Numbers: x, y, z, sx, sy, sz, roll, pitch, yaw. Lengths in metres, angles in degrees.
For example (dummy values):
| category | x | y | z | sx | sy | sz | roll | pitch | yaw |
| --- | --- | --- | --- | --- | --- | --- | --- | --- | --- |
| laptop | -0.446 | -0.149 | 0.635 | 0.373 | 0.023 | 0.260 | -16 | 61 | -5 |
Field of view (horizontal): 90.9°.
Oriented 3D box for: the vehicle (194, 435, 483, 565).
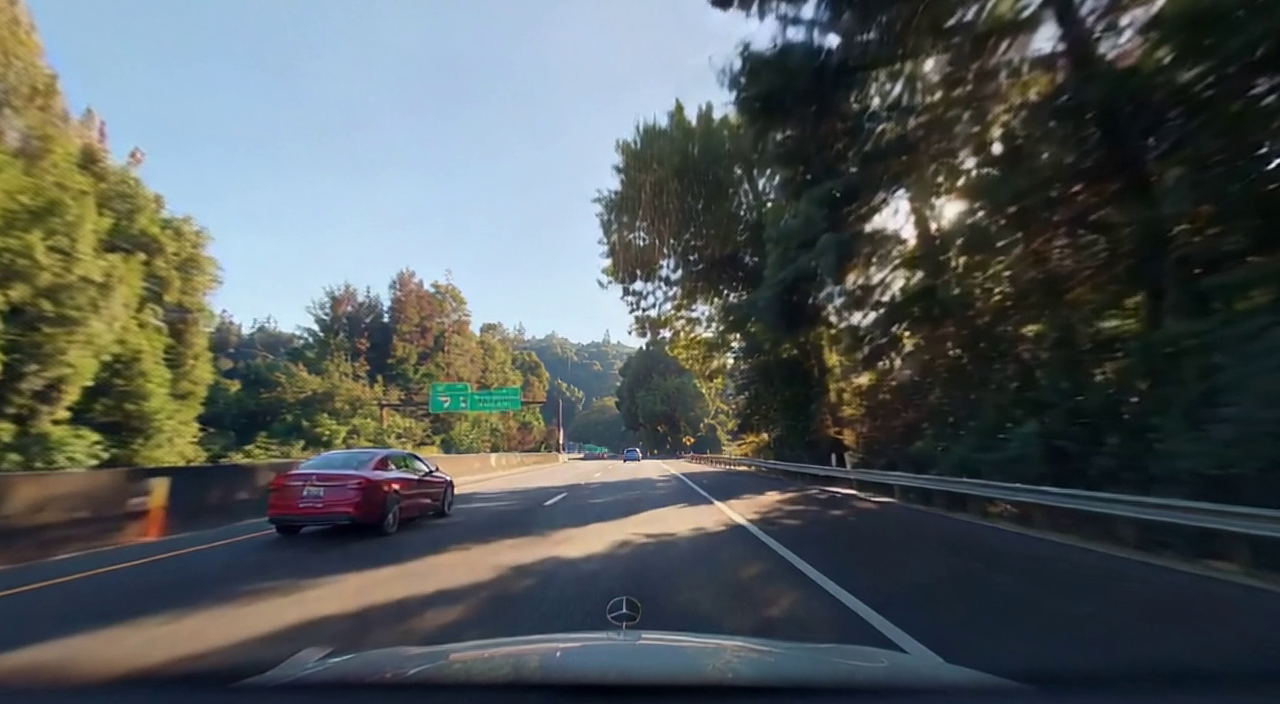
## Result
| category | x | y | z | sx | sy | sz | roll | pitch | yaw |
| --- | --- | --- | --- | --- | --- | --- | --- | --- | --- |
| vehicle | -4.070 | 2.065 | 9.650 | 2.157 | 1.483 | 4.601 | 0 | -8 | 0 |

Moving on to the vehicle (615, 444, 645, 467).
| category | x | y | z | sx | sy | sz | roll | pitch | yaw |
| --- | --- | --- | --- | --- | --- | --- | --- | --- | --- |
| vehicle | -0.696 | 7.397 | 45.103 | 2.011 | 1.590 | 3.607 | 0 | -8 | 0 |
